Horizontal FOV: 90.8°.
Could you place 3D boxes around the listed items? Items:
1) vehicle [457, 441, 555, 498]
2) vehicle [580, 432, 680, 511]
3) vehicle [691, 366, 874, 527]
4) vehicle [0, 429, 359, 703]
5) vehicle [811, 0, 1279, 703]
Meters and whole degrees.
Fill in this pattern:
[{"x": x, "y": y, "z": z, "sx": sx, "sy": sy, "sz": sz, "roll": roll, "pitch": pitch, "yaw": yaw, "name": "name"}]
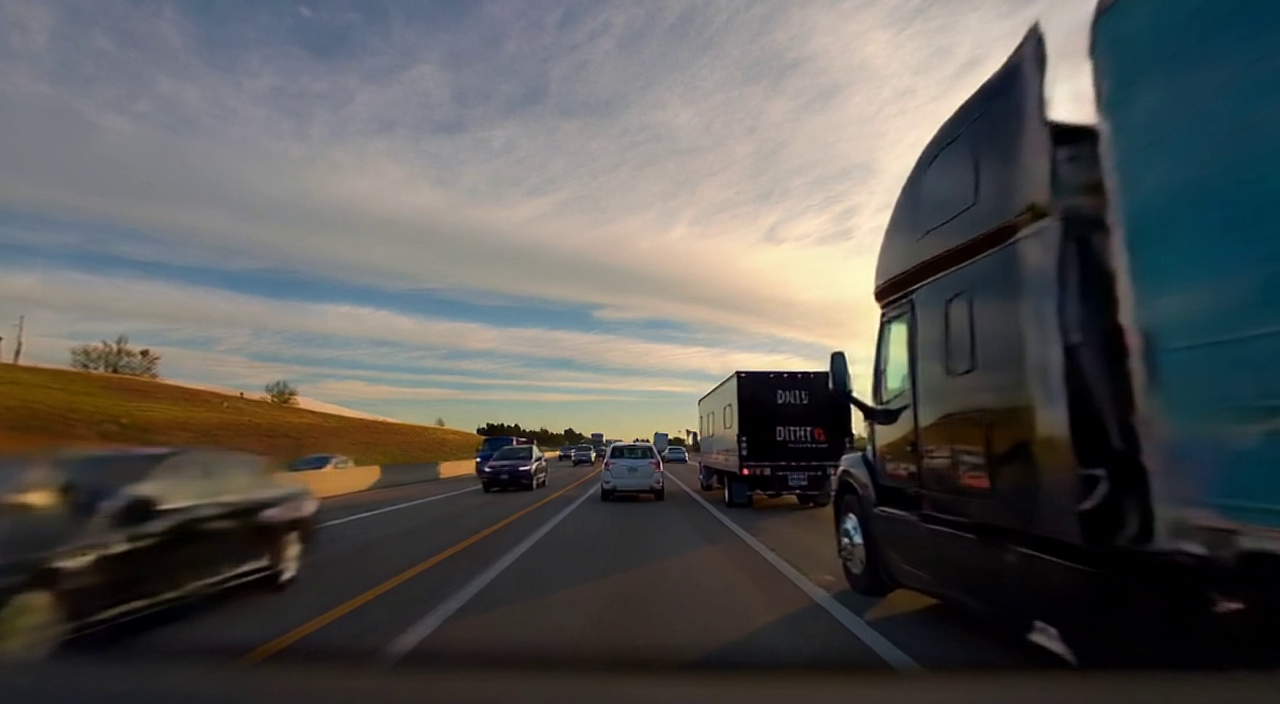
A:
[{"x": -4.096, "y": 3.692, "z": 20.191, "sx": 2.023, "sy": 1.576, "sz": 4.784, "roll": 0, "pitch": -9, "yaw": 1, "name": "vehicle"}, {"x": -0.242, "y": 2.964, "z": 16.071, "sx": 2.201, "sy": 1.719, "sz": 4.058, "roll": 0, "pitch": -9, "yaw": -1, "name": "vehicle"}, {"x": 2.888, "y": 2.266, "z": 15.253, "sx": 2.533, "sy": 2.942, "sz": 7.280, "roll": 0, "pitch": -9, "yaw": -1, "name": "vehicle"}, {"x": -3.608, "y": 1.223, "z": 3.749, "sx": 1.930, "sy": 1.431, "sz": 4.156, "roll": 0, "pitch": -9, "yaw": 0, "name": "vehicle"}, {"x": 3.188, "y": -0.179, "z": 1.646, "sx": 2.936, "sy": 3.787, "sz": 8.670, "roll": 0, "pitch": -9, "yaw": 0, "name": "vehicle"}]
